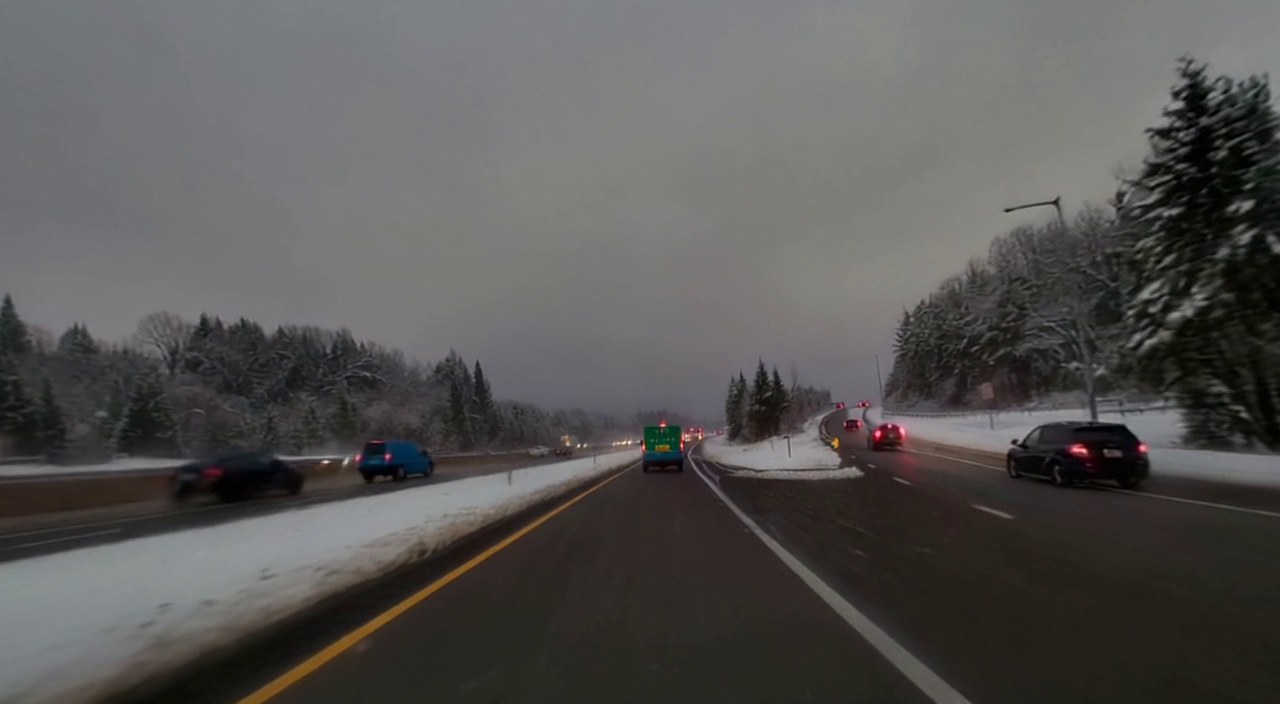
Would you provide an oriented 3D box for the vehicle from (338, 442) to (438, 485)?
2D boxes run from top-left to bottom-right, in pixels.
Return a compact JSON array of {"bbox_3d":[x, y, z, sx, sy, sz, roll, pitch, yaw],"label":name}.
[{"bbox_3d":[-12.771,5.661,32.598,2.298,1.964,6.364,-1,-8,3],"label":"vehicle"}]

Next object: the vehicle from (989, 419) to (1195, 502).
[{"bbox_3d":[10.492,2.548,15.212,2.098,1.654,4.637,-2,-8,9],"label":"vehicle"}]

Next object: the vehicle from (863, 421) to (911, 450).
[{"bbox_3d":[16.672,5.697,42.834,2.167,1.798,4.838,-2,-8,12],"label":"vehicle"}]

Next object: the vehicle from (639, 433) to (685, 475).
[{"bbox_3d":[1.024,4.917,30.593,2.043,1.821,4.558,-1,-8,1],"label":"vehicle"}]

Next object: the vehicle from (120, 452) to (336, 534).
[{"bbox_3d":[-9.247,3.142,14.726,1.896,1.543,4.429,-1,-8,3],"label":"vehicle"}]
